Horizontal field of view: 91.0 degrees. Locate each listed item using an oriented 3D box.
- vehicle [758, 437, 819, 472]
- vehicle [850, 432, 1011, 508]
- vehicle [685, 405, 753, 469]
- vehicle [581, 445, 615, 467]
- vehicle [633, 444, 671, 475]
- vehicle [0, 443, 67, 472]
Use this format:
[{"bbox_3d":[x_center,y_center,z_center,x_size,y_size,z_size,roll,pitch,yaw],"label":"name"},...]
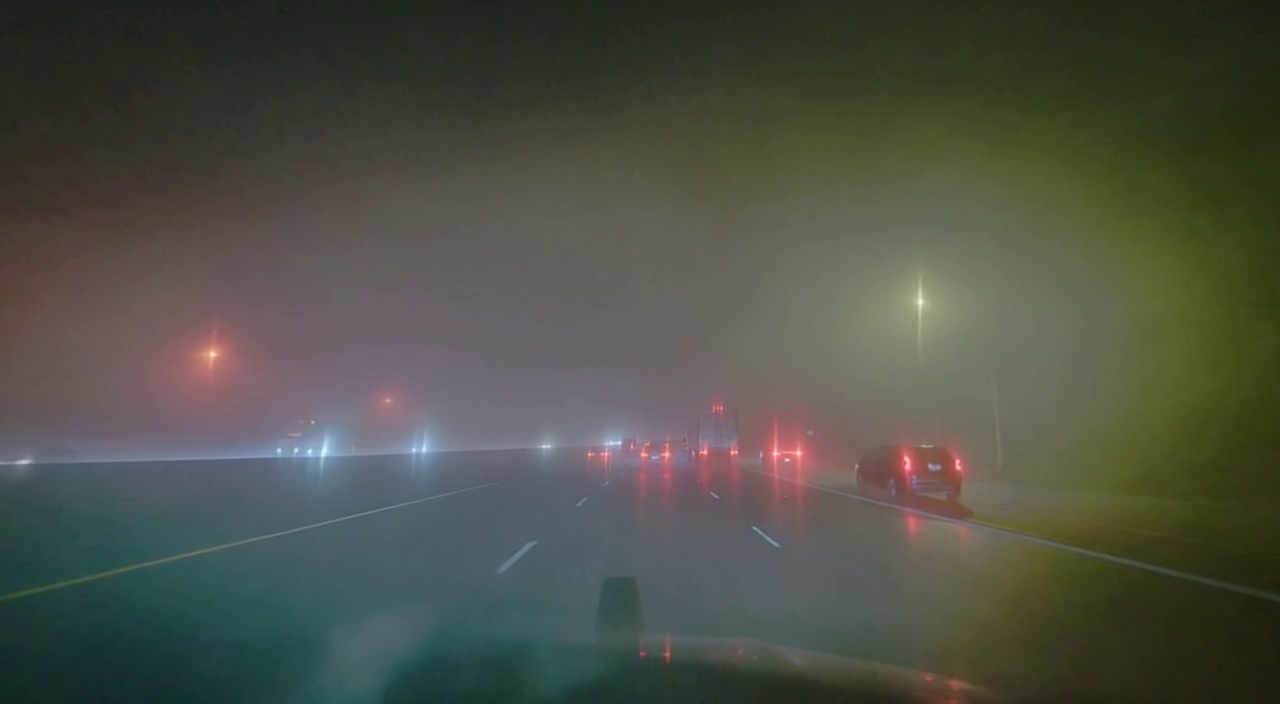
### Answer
[{"bbox_3d":[8.022,5.586,34.474,2.143,1.775,4.729,0,-9,0],"label":"vehicle"},{"bbox_3d":[7.200,2.959,16.247,2.044,1.676,4.421,0,-9,0],"label":"vehicle"},{"bbox_3d":[4.878,5.629,41.289,3.130,3.607,11.129,0,-9,1],"label":"vehicle"},{"bbox_3d":[-3.056,7.666,46.667,2.132,1.506,4.256,0,-9,1],"label":"vehicle"},{"bbox_3d":[0.635,5.632,33.198,1.866,1.492,3.932,0,-9,1],"label":"vehicle"},{"bbox_3d":[-34.635,5.812,34.739,1.799,1.525,4.373,0,-9,2],"label":"vehicle"}]
